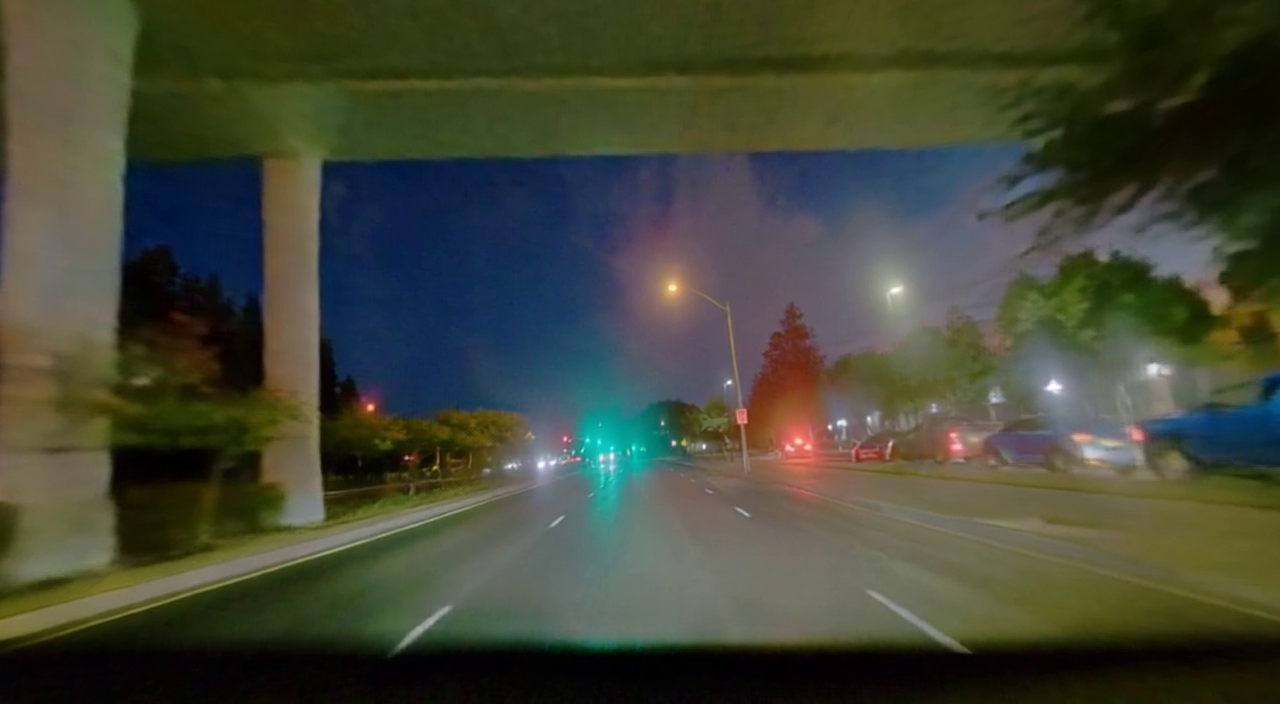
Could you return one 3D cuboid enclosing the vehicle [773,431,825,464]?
[{"bbox_3d":[10.848,6.575,43.166,2.244,1.866,4.603,-7,-9,0],"label":"vehicle"}]

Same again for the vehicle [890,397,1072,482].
[{"bbox_3d":[10.626,2.887,20.363,2.287,1.953,5.796,-10,-9,-3],"label":"vehicle"}]

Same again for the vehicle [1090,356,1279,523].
[{"bbox_3d":[10.035,1.175,8.747,2.445,2.272,6.461,-2,-9,-2],"label":"vehicle"}]
